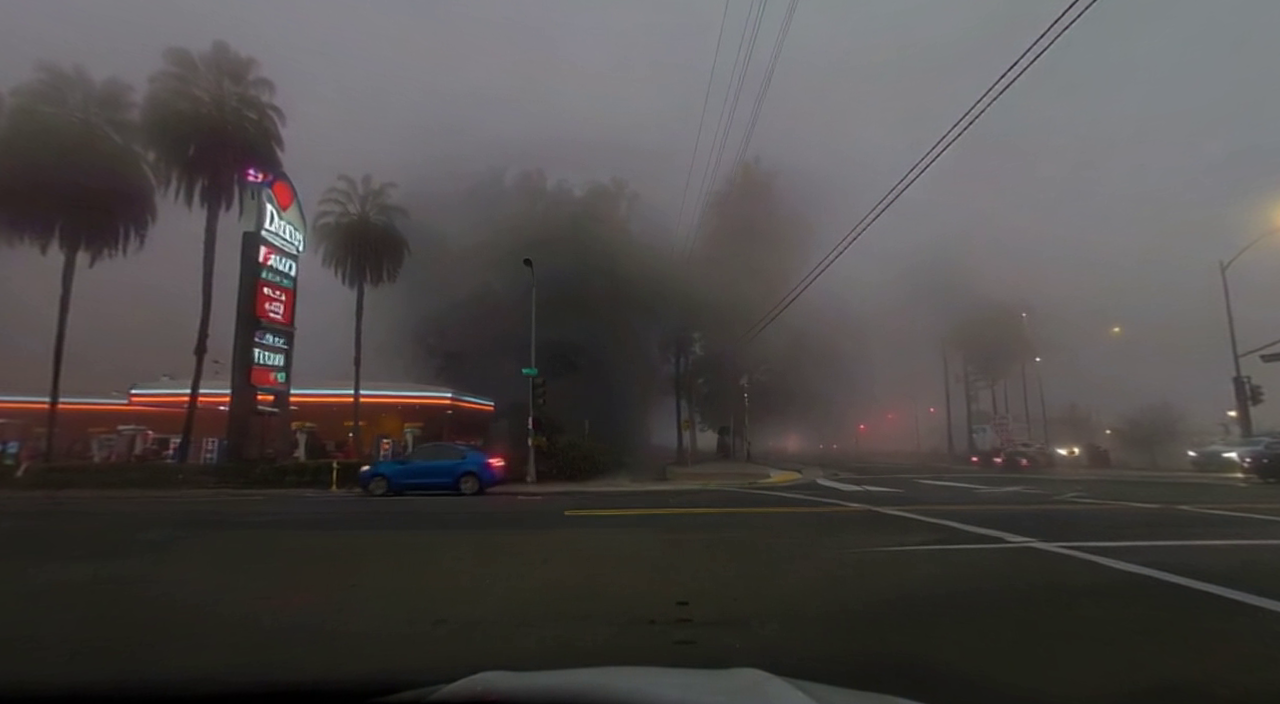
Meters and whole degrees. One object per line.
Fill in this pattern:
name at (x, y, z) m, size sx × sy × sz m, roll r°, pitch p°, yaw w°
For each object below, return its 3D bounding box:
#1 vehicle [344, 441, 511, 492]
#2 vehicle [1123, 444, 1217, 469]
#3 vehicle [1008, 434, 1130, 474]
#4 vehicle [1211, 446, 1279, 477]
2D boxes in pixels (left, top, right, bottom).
vehicle at (-6.453, 3.527, 19.697) m, size 4.570 × 1.480 × 1.873 m, roll 1°, pitch -9°, yaw -5°
vehicle at (34.343, 6.760, 41.116) m, size 1.805 × 1.466 × 4.641 m, roll 1°, pitch -8°, yaw -7°
vehicle at (22.120, 5.230, 32.684) m, size 4.880 × 1.754 × 2.202 m, roll 0°, pitch -5°, yaw -6°
vehicle at (32.165, 5.509, 32.042) m, size 2.074 × 1.480 × 4.369 m, roll 1°, pitch -8°, yaw -6°
